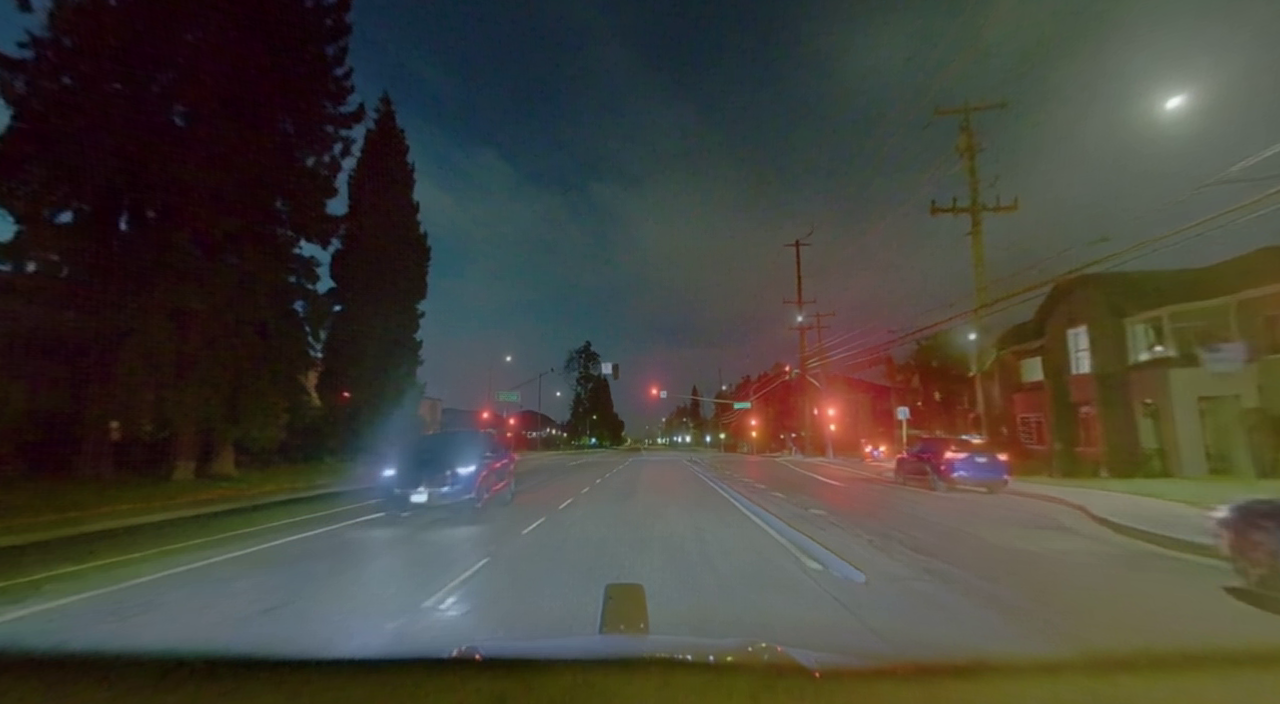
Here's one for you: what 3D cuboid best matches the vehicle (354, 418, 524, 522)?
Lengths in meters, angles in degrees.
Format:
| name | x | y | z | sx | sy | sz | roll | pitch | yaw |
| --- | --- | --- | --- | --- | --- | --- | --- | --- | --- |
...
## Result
| name | x | y | z | sx | sy | sz | roll | pitch | yaw |
| --- | --- | --- | --- | --- | --- | --- | --- | --- | --- |
| vehicle | -3.950 | 2.419 | 13.471 | 2.012 | 1.778 | 4.990 | 0 | -8 | -1 |

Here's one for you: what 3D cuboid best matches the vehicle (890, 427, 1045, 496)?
| name | x | y | z | sx | sy | sz | roll | pitch | yaw |
| --- | --- | --- | --- | --- | --- | --- | --- | --- | --- |
| vehicle | 9.530 | 3.232 | 18.967 | 2.170 | 1.771 | 4.908 | 0 | -8 | 2 |
